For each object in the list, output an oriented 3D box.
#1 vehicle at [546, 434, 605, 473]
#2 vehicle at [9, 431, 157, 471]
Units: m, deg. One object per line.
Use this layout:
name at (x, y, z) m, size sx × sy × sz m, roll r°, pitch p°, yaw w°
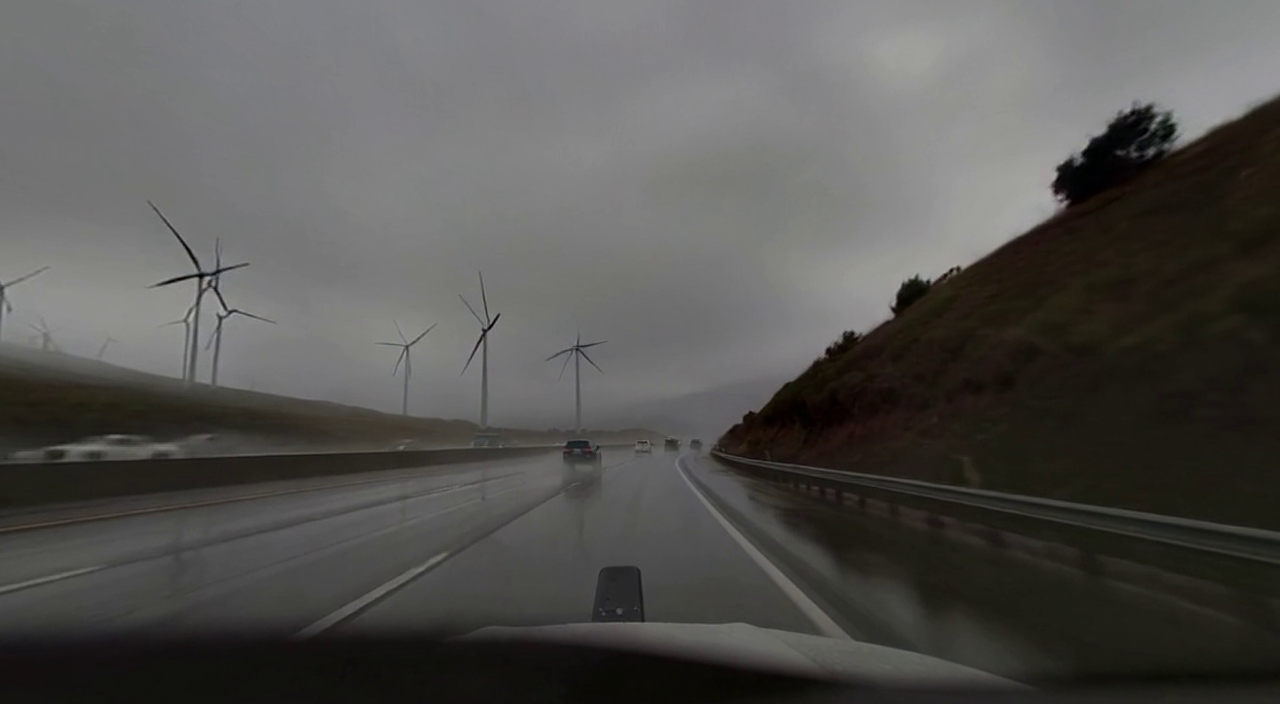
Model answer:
vehicle at (-2.948, 4.830, 29.998) m, size 2.118 × 1.702 × 4.355 m, roll 0°, pitch -9°, yaw 3°
vehicle at (-24.598, 4.407, 28.134) m, size 1.993 × 1.592 × 4.908 m, roll 0°, pitch -9°, yaw 2°
